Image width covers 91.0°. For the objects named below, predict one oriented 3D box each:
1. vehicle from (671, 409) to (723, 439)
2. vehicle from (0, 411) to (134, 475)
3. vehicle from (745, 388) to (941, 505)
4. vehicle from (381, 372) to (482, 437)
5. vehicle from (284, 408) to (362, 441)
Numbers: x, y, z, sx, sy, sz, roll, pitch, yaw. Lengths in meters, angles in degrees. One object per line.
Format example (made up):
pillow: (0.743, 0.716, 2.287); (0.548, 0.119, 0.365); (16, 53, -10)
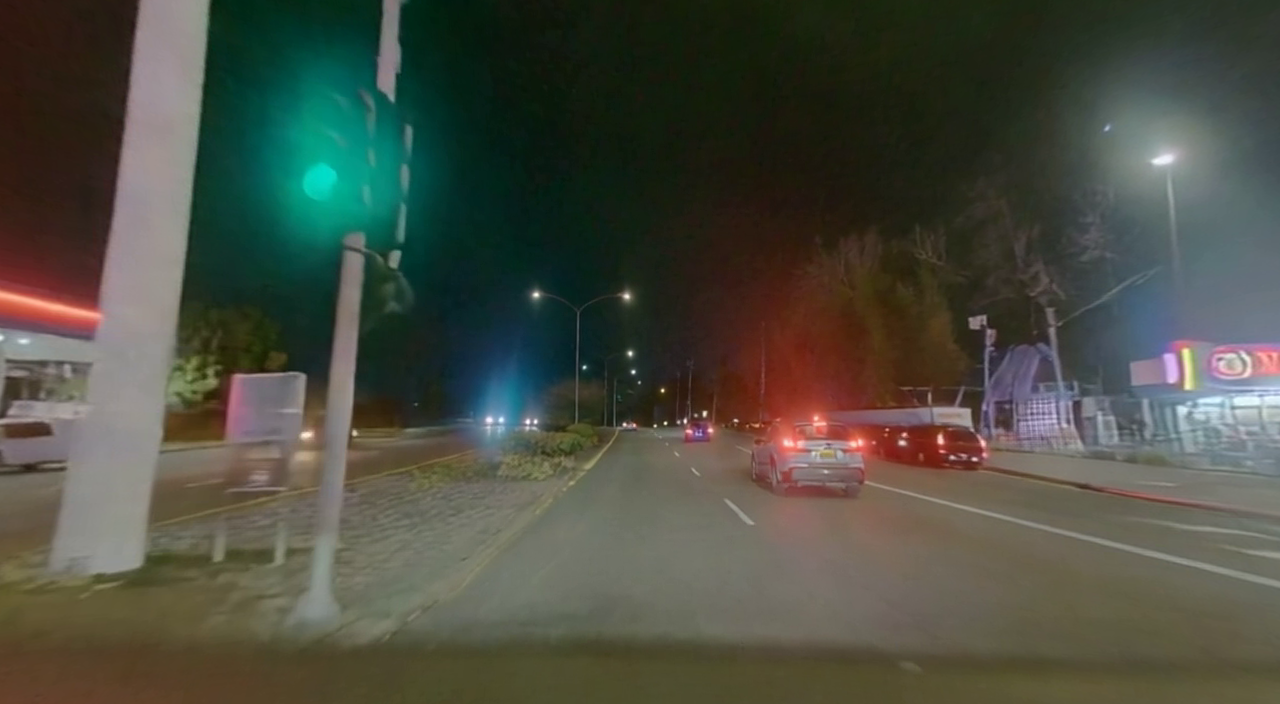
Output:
vehicle: (2.923, 3.871, 33.497); (2.282, 1.458, 4.362); (0, -9, -1)
vehicle: (-17.820, 2.702, 18.551); (2.079, 1.672, 4.333); (0, -9, 2)
vehicle: (3.273, 1.669, 11.211); (1.999, 1.679, 4.217); (0, -8, -1)
vehicle: (-13.741, 3.828, 42.769); (3.043, 3.645, 10.929); (0, -9, 0)
vehicle: (-17.890, 4.188, 35.756); (2.082, 1.703, 4.402); (0, -8, 0)
